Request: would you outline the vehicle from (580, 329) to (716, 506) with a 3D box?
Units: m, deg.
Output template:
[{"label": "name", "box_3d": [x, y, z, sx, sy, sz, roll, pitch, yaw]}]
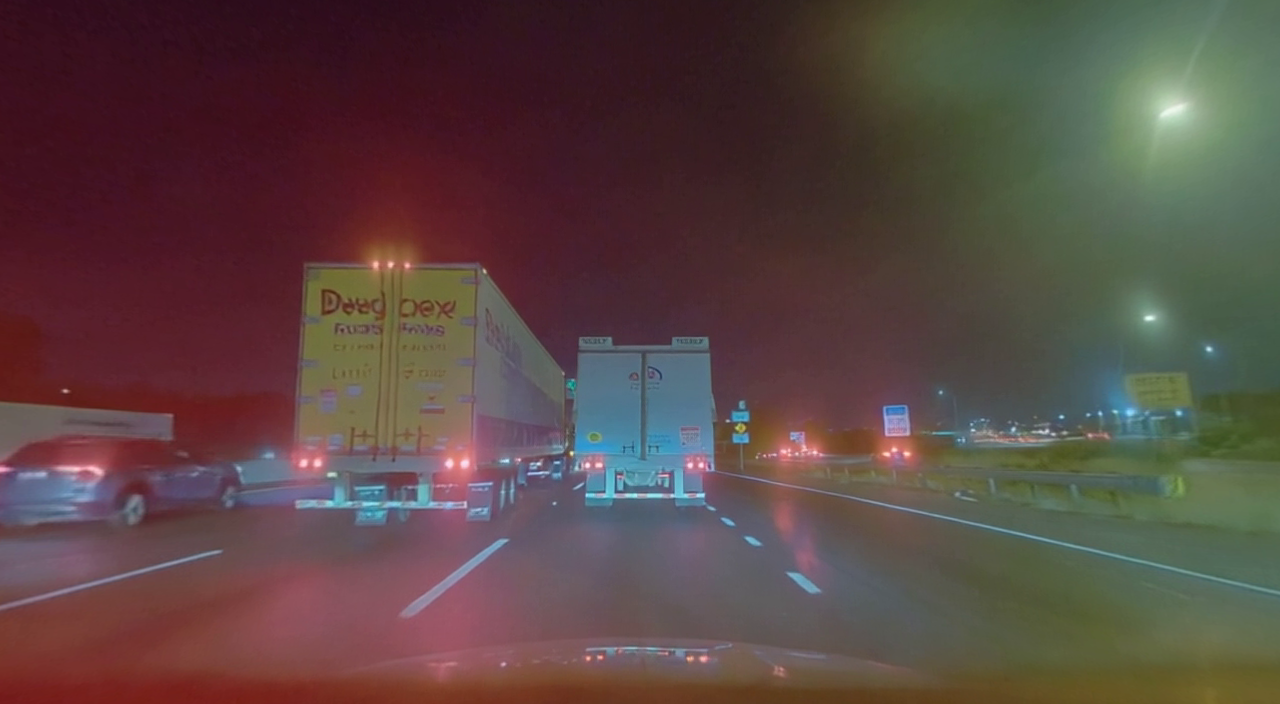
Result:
[{"label": "vehicle", "box_3d": [0.089, 2.116, 18.606, 2.910, 3.828, 9.805, 0, -9, -1]}]

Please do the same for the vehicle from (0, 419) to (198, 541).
[{"label": "vehicle", "box_3d": [-10.878, 2.189, 11.149, 2.120, 1.862, 5.530, 0, -9, 0]}]

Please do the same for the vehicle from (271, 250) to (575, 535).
[{"label": "vehicle", "box_3d": [-3.859, 1.706, 17.025, 2.873, 4.107, 15.970, 0, -9, -1]}]

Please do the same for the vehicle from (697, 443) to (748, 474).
[{"label": "vehicle", "box_3d": [4.104, 5.385, 32.145, 2.010, 1.446, 4.579, 0, -9, 1]}]
